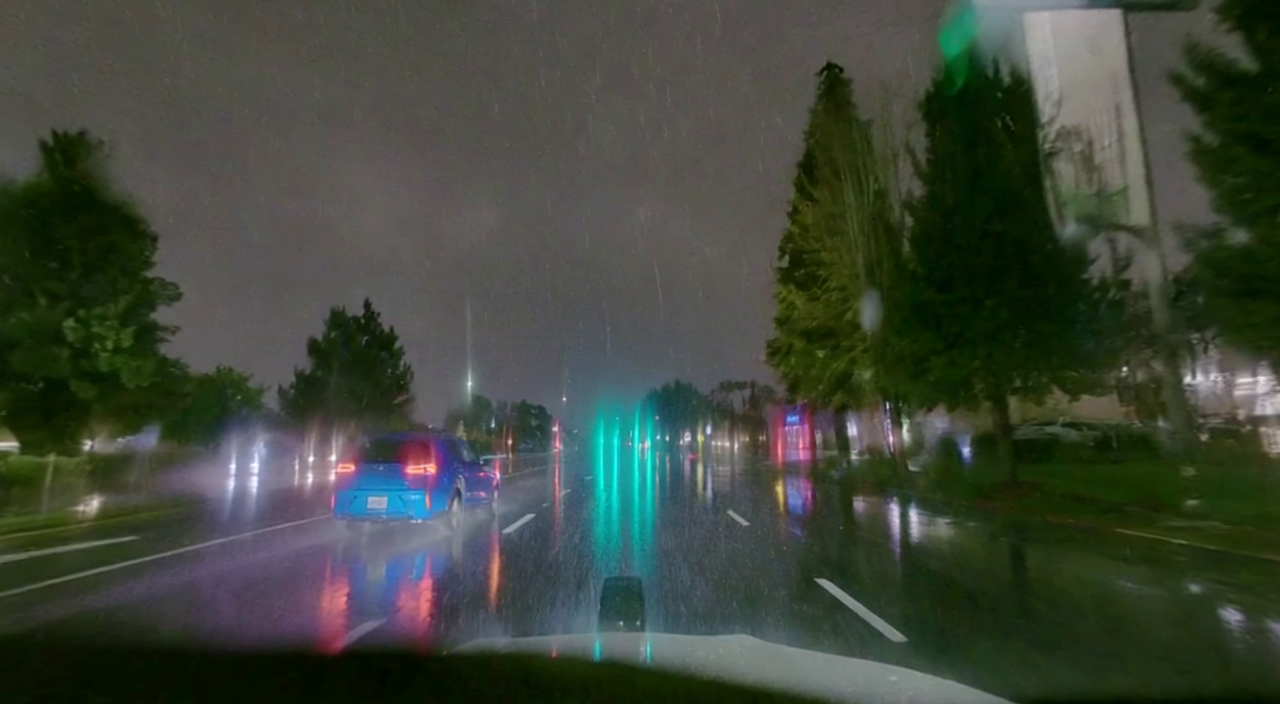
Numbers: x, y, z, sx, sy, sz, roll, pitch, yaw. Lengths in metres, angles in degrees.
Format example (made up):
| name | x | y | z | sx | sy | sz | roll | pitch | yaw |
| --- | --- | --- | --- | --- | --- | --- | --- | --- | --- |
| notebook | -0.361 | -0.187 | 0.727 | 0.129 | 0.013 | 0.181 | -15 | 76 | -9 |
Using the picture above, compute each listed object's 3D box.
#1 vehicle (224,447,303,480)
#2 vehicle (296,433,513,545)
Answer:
| name | x | y | z | sx | sy | sz | roll | pitch | yaw |
| --- | --- | --- | --- | --- | --- | --- | --- | --- | --- |
| vehicle | -22.975 | 6.781 | 38.811 | 1.986 | 1.897 | 4.636 | 0 | -8 | 0 |
| vehicle | -3.581 | 2.144 | 10.592 | 2.005 | 1.477 | 4.169 | 0 | -8 | 0 |
